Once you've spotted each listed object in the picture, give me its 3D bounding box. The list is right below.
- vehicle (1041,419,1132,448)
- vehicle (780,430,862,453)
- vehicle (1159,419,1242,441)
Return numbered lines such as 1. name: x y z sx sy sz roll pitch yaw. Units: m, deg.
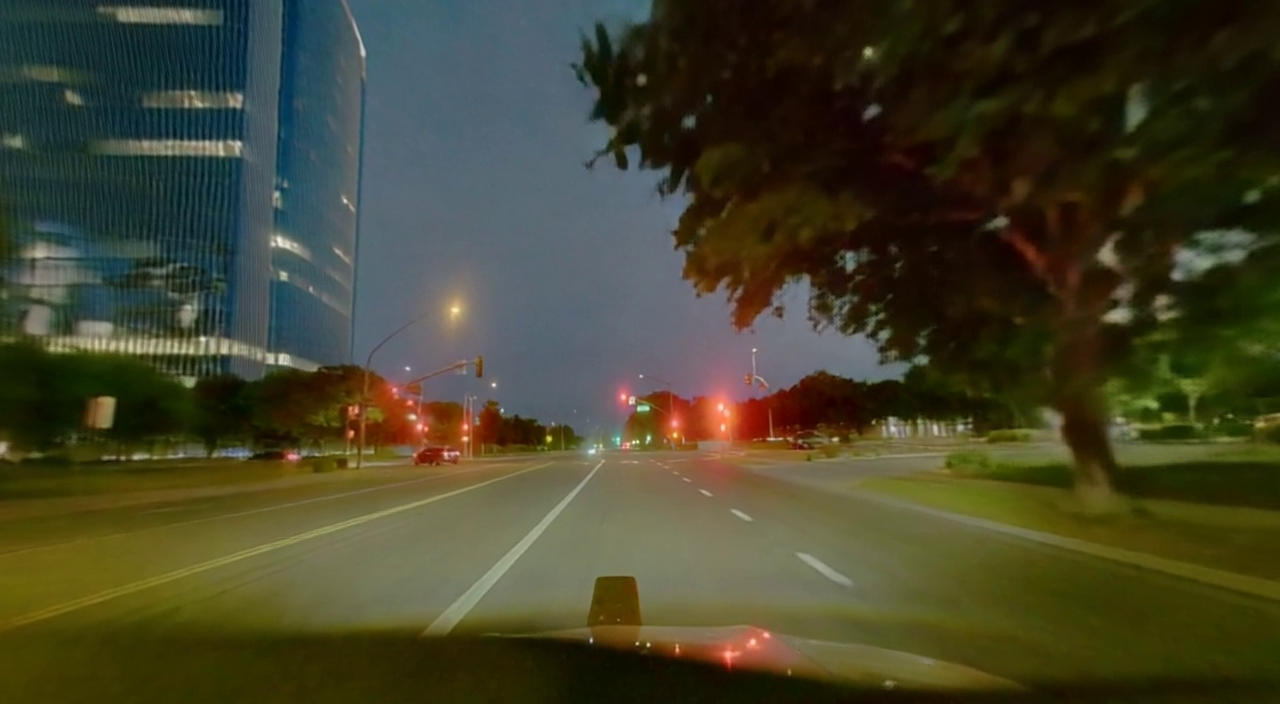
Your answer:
1. vehicle: 24.343 4.520 34.703 1.859 1.453 4.076 0 -9 -2
2. vehicle: 11.700 5.809 41.089 4.670 1.476 2.042 0 -8 -1
3. vehicle: 42.345 5.931 47.947 1.801 1.495 4.816 0 -9 -2
